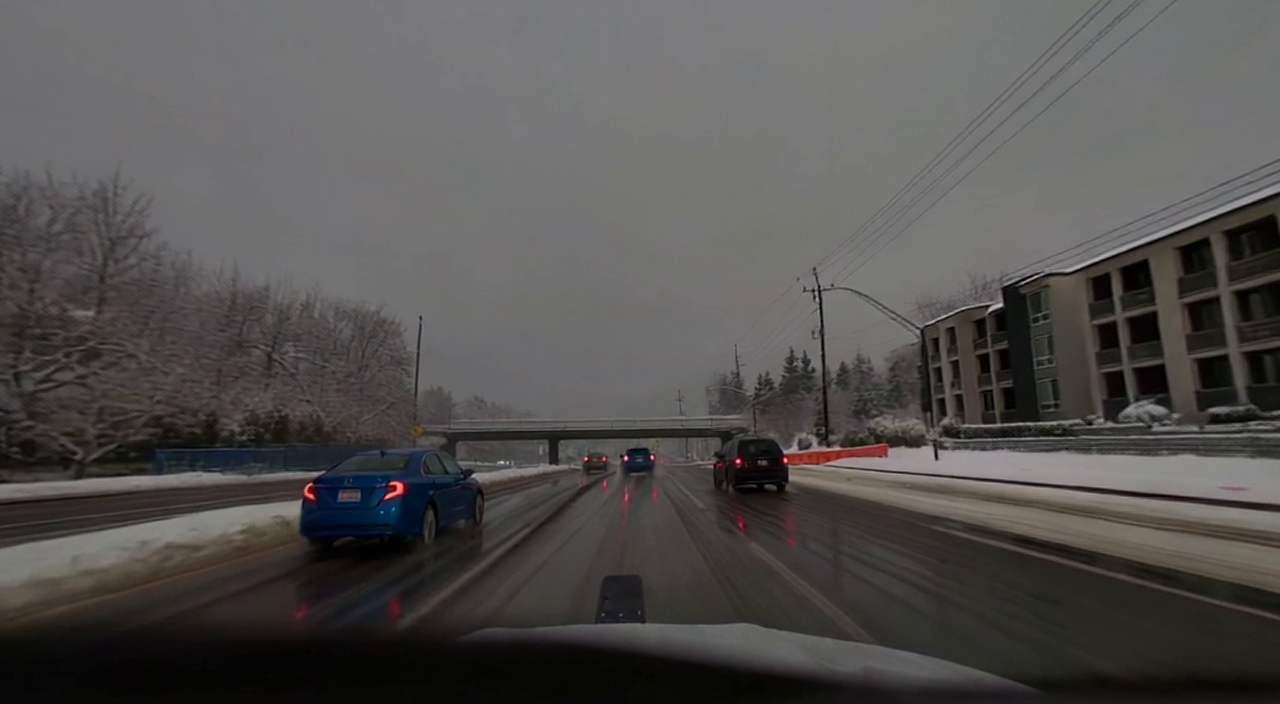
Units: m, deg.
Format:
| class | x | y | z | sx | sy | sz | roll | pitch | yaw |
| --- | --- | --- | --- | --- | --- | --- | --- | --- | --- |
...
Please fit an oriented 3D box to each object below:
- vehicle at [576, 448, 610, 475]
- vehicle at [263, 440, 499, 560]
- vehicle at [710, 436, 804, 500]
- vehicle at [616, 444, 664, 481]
| class | x | y | z | sx | sy | sz | roll | pitch | yaw |
| --- | --- | --- | --- | --- | --- | --- | --- | --- | --- |
| vehicle | -3.476 | 8.121 | 47.176 | 2.190 | 1.832 | 4.417 | 0 | -8 | 0 |
| vehicle | -3.715 | 2.164 | 10.047 | 1.968 | 1.473 | 4.209 | 0 | -8 | 0 |
| vehicle | 3.538 | 3.590 | 20.003 | 2.029 | 1.797 | 4.218 | 0 | -8 | -2 |
| vehicle | -0.033 | 5.585 | 32.156 | 2.291 | 1.714 | 4.217 | 0 | -8 | -1 |
